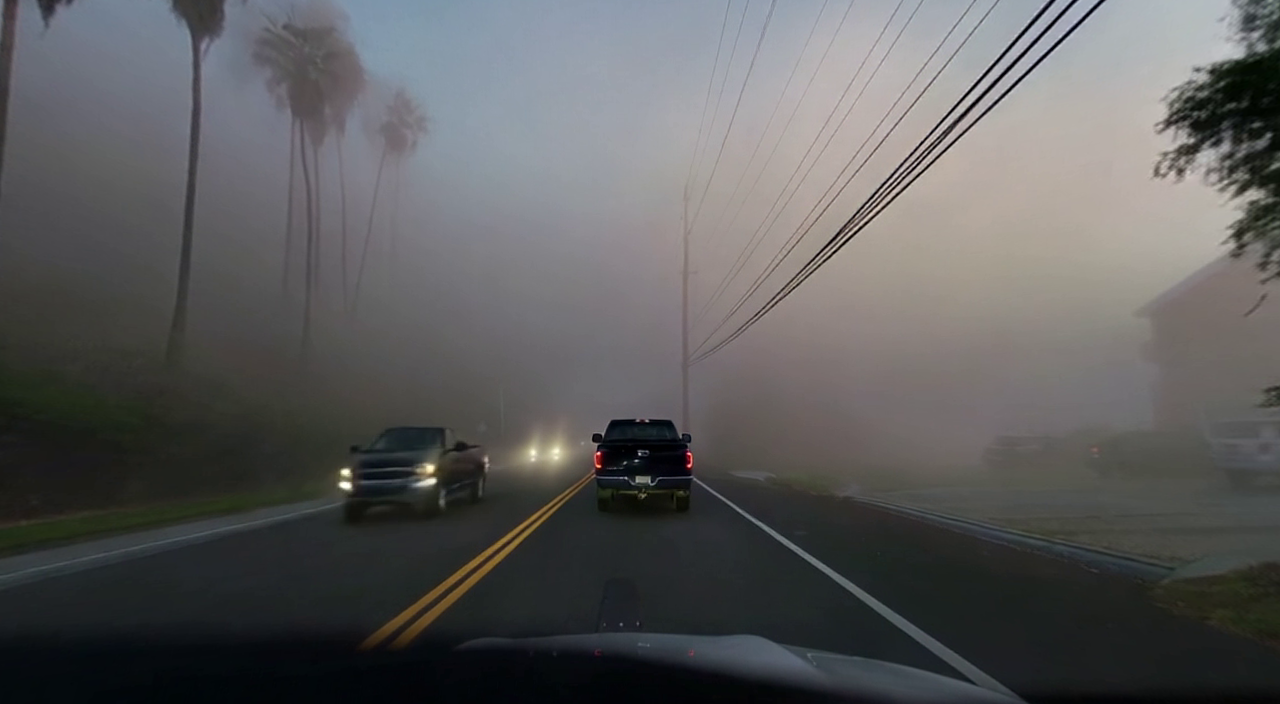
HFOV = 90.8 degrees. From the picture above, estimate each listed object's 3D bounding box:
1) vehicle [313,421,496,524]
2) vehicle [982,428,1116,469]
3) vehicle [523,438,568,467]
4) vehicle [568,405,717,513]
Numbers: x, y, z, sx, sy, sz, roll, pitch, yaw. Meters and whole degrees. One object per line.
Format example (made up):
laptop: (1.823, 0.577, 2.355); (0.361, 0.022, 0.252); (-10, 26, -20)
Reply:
vehicle: (-4.658, 2.455, 13.462); (2.223, 1.776, 4.614); (0, -8, -2)
vehicle: (20.335, 4.857, 31.914); (2.277, 1.836, 6.267); (0, -9, -4)
vehicle: (-5.714, 6.161, 38.854); (2.159, 1.627, 4.505); (0, -8, -1)
vehicle: (0.022, 2.496, 15.137); (2.848, 2.047, 5.885); (0, -8, 0)
